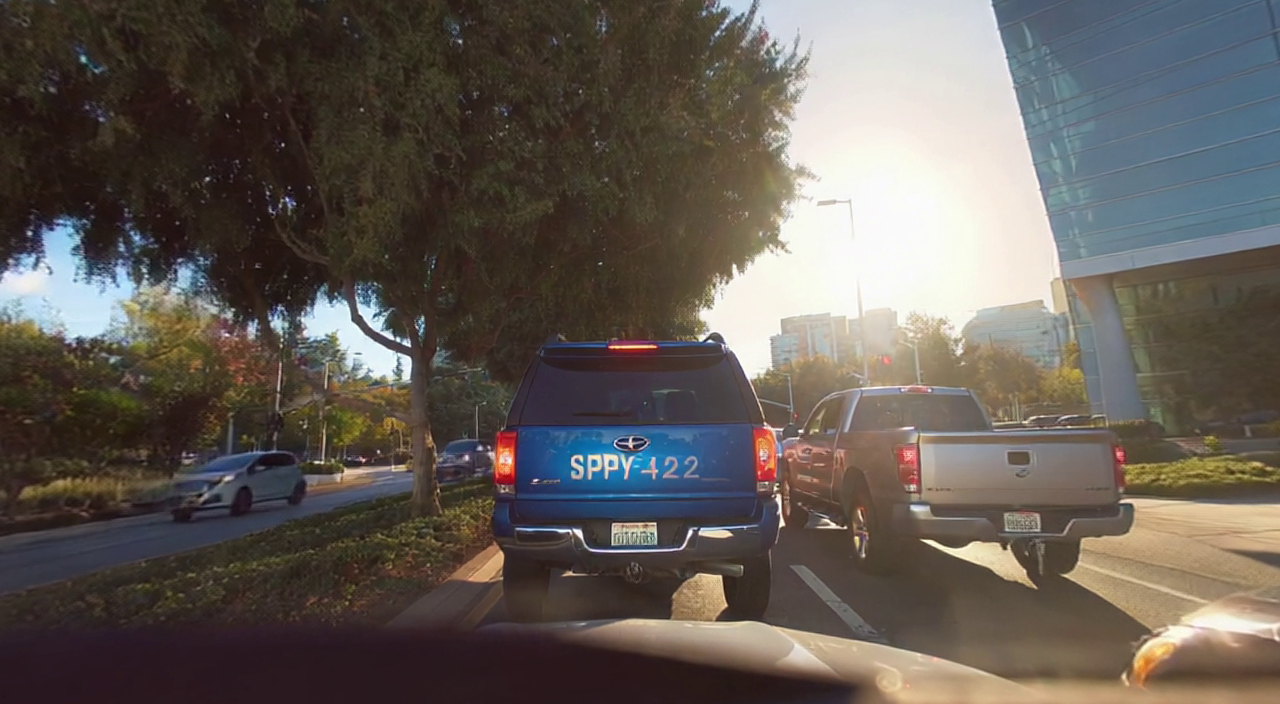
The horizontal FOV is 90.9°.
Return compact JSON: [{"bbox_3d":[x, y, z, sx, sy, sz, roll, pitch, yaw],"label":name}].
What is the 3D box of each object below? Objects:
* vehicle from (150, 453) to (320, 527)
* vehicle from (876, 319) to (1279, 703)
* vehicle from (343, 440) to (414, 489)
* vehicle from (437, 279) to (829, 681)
[{"bbox_3d":[-12.150,4.116,19.449,1.965,1.897,4.821,0,-8,1],"label":"vehicle"},{"bbox_3d":[3.082,0.984,3.467,2.022,1.700,4.410,0,-8,3],"label":"vehicle"},{"bbox_3d":[-15.653,6.731,38.123,1.924,2.730,5.024,0,-8,2],"label":"vehicle"},{"bbox_3d":[0.010,1.036,5.978,2.267,2.372,4.366,0,-8,2],"label":"vehicle"}]
